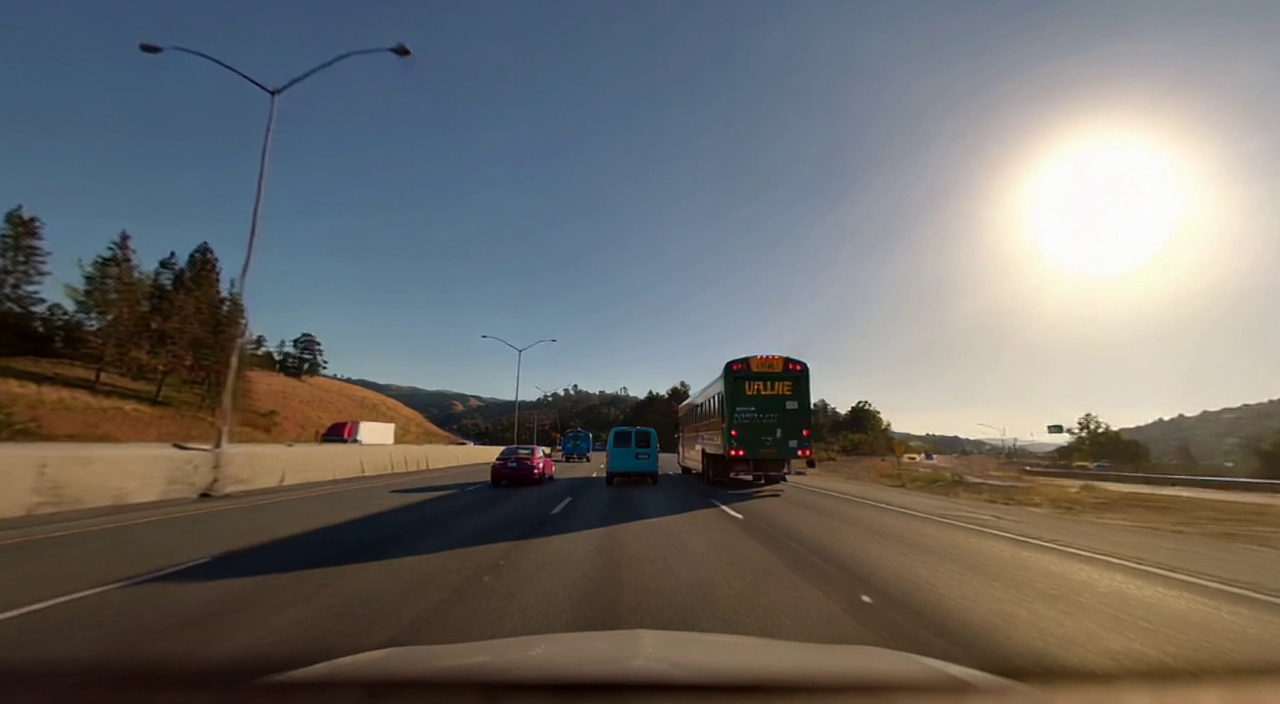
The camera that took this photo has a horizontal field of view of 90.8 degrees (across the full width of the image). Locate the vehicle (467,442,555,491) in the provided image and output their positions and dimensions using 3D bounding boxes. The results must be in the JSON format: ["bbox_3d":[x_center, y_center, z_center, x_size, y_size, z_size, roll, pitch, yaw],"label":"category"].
[{"bbox_3d":[-4.117,3.727,20.899,2.039,1.453,4.197,0,-9,0],"label":"vehicle"}]

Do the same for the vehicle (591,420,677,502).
[{"bbox_3d":[-0.245,2.916,17.250,2.037,1.929,4.343,0,-9,-3],"label":"vehicle"}]

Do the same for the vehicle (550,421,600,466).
[{"bbox_3d":[-4.545,6.660,45.811,2.947,3.009,7.991,0,-9,-2],"label":"vehicle"}]

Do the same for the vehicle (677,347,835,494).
[{"bbox_3d":[3.613,2.861,24.246,3.006,4.101,13.245,0,-9,-2],"label":"vehicle"}]
